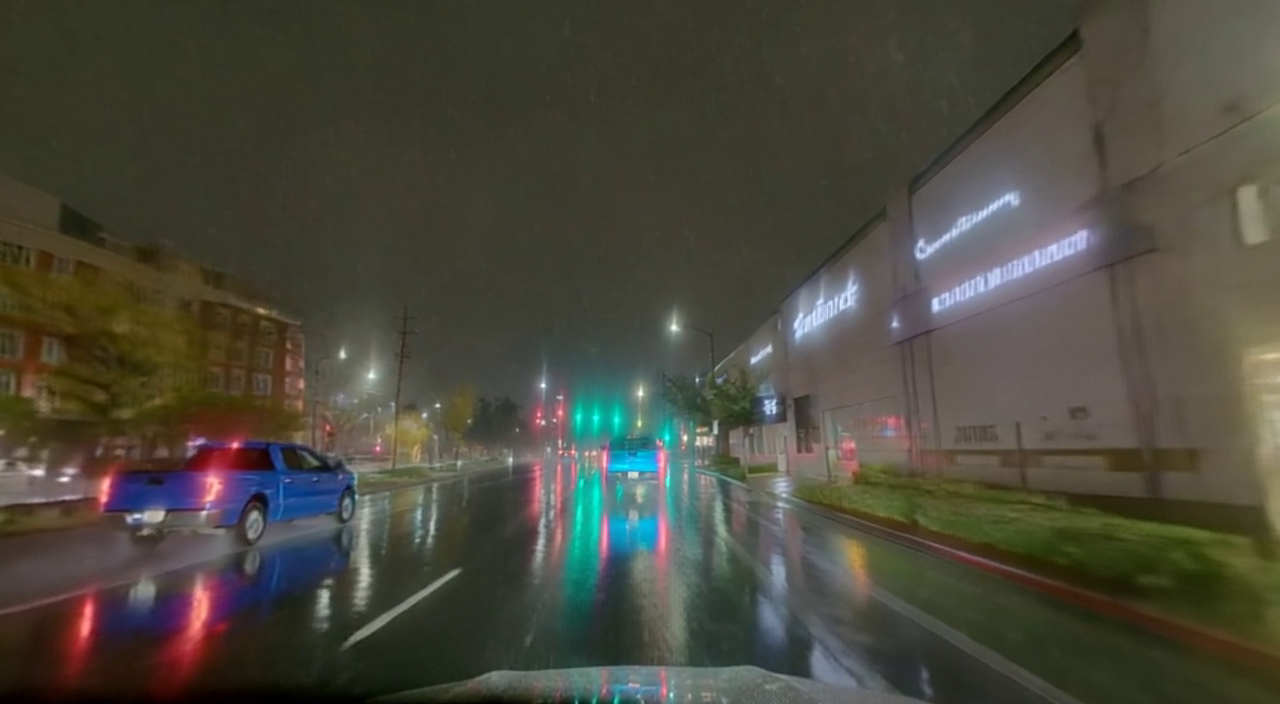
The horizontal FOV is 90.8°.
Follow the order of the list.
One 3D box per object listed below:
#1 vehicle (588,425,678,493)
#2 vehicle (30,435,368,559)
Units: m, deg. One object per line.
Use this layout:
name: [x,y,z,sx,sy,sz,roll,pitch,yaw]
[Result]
vehicle: [-0.249,3.508,21.153,2.590,1.932,5.776,0,-8,-1]
vehicle: [-6.152,2.040,9.714,1.888,1.424,4.553,0,-8,1]
